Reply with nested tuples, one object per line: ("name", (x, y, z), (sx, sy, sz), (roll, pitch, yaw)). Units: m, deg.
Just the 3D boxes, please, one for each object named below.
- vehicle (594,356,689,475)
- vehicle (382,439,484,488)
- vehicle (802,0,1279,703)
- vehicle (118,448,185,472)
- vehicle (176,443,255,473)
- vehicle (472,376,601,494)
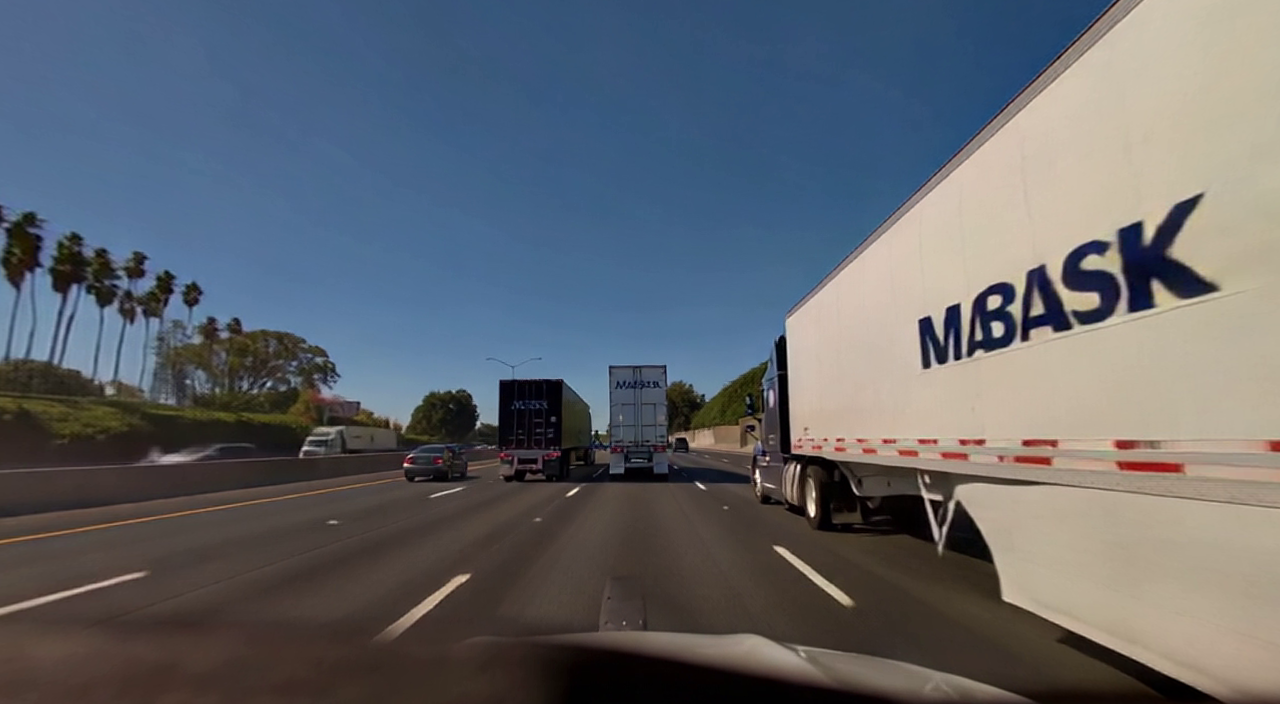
("vehicle", (0.092, 3.470, 29.790), (3.097, 3.856, 18.209), (-1, -9, 0))
("vehicle", (-6.844, 3.719, 21.429), (1.916, 1.465, 4.451), (0, -8, 1))
("vehicle", (4.322, -0.092, 4.135), (2.887, 4.178, 14.553), (0, -8, 1))
("vehicle", (-31.712, 7.003, 41.043), (1.569, 1.389, 3.433), (0, -8, 1))
("vehicle", (-20.213, 5.047, 30.177), (1.435, 1.333, 3.228), (0, -8, 1))
("vehicle", (-3.216, 3.083, 23.083), (2.786, 3.228, 11.082), (0, -8, 0))
